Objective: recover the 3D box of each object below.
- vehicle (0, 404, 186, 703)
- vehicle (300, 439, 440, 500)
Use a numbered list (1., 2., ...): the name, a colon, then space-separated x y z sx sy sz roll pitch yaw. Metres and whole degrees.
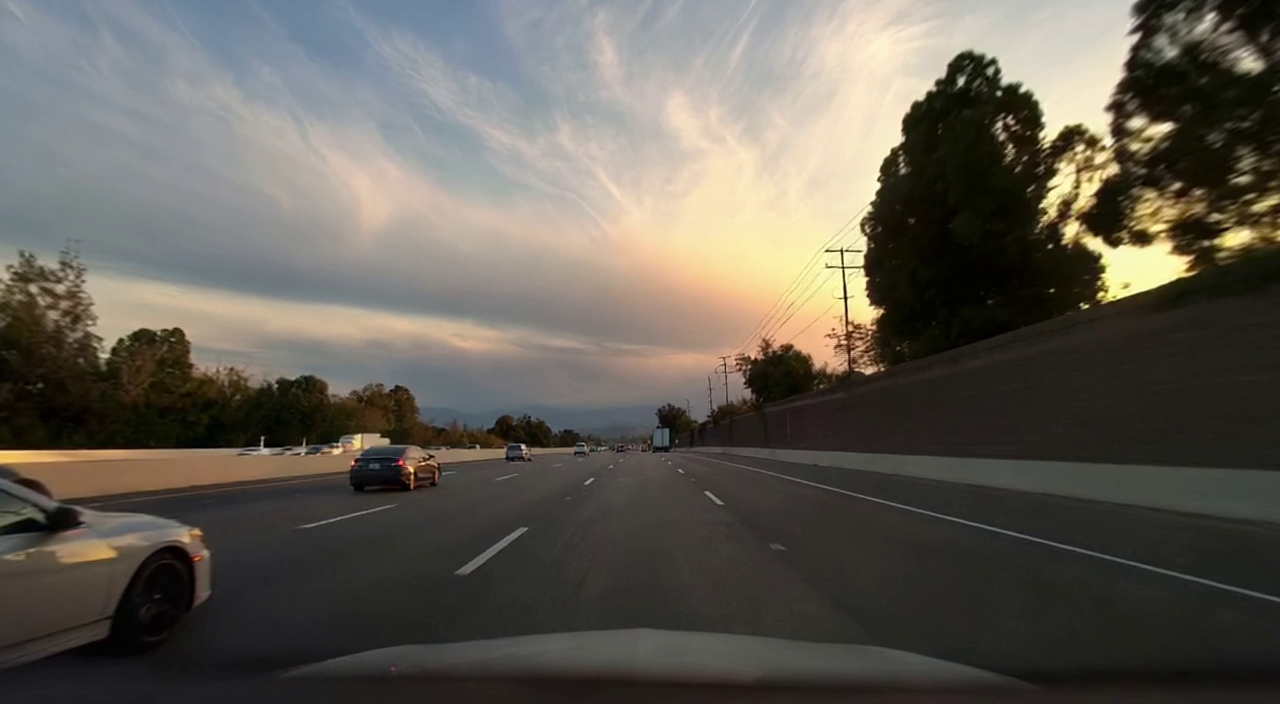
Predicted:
1. vehicle: -3.723 0.771 1.173 2.045 1.532 4.954 0 -9 0
2. vehicle: -7.550 3.329 18.241 1.946 1.514 4.687 0 -9 1
